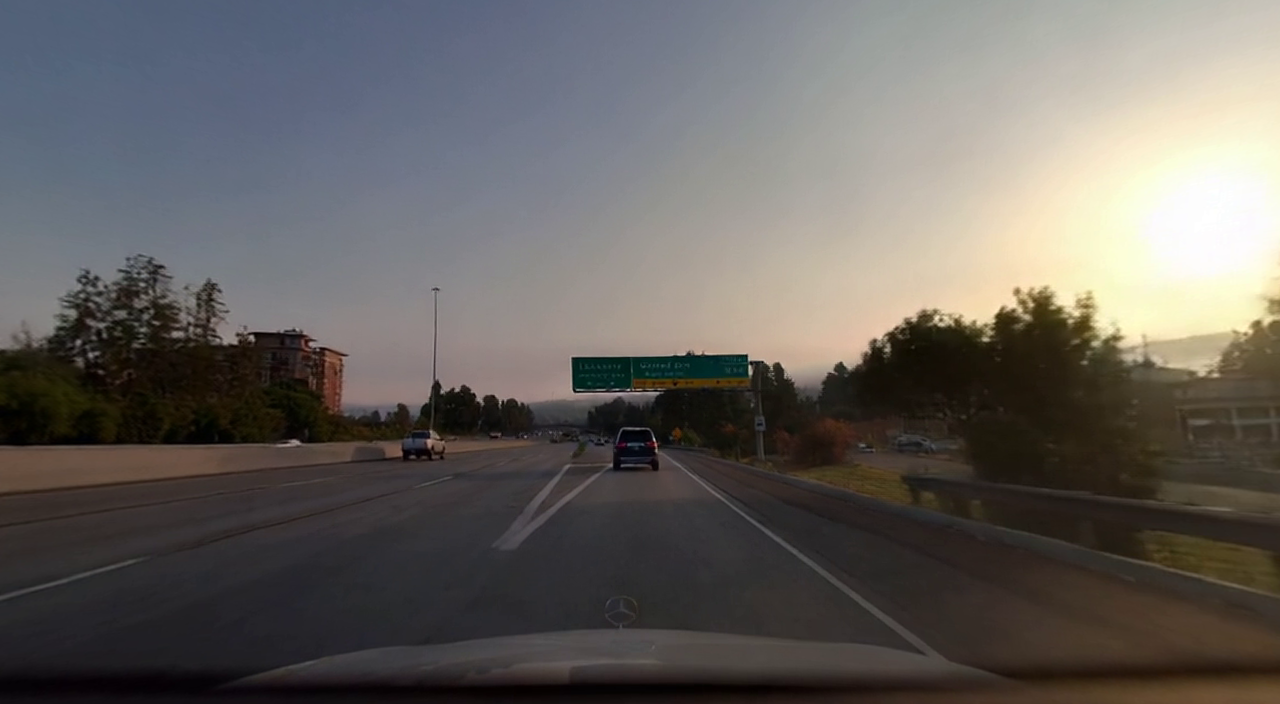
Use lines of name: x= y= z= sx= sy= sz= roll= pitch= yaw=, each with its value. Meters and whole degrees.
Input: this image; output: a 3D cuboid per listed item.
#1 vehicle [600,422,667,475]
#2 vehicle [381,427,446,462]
vehicle: x=-0.266 y=4.009 z=26.416 sx=2.497 sy=1.957 sz=5.432 roll=0 pitch=-8 yaw=-1
vehicle: x=-13.540 y=5.587 z=38.164 sx=2.289 sy=1.955 sz=5.147 roll=1 pitch=-9 yaw=-4
